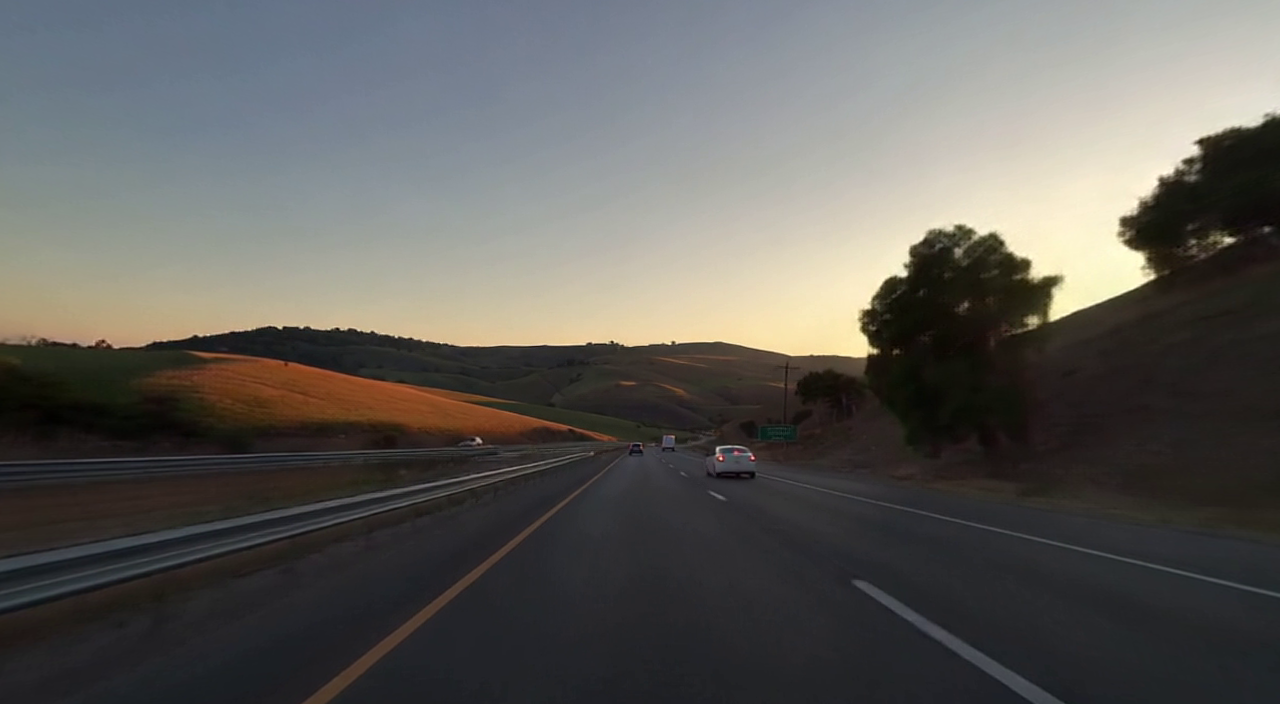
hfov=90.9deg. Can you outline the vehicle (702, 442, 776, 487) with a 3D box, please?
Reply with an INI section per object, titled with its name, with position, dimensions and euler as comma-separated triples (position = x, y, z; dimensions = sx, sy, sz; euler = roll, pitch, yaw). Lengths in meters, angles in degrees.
[vehicle]
position = 3.609, 4.176, 23.812
dimensions = 1.960, 1.516, 4.657
euler = 0, -8, -1
